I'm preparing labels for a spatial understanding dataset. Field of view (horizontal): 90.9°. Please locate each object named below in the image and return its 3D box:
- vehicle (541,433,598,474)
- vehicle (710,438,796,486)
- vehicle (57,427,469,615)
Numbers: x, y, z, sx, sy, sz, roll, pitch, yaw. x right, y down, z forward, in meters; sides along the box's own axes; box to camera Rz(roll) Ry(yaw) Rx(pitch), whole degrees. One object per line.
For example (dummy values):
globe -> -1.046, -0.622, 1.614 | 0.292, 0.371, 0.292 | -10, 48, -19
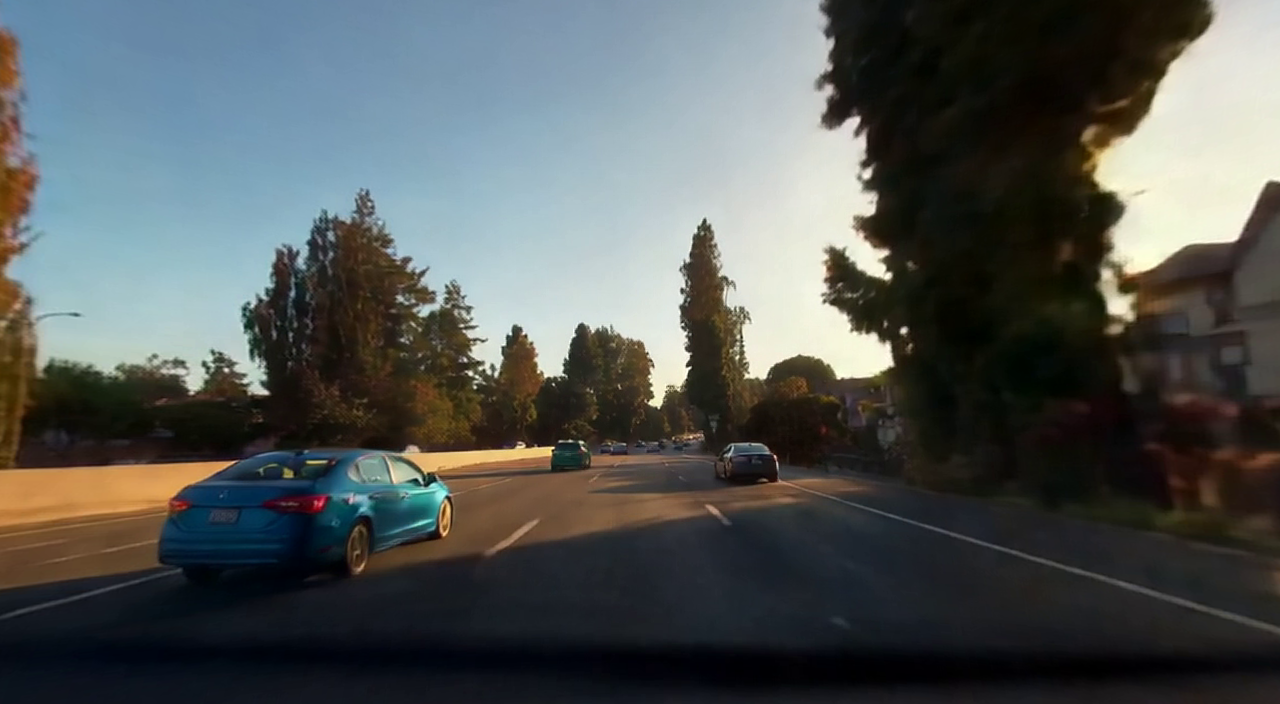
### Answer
vehicle -> -3.369, 4.982, 31.079 | 2.122, 1.847, 4.696 | 0, -8, 2
vehicle -> 3.751, 3.761, 21.841 | 2.100, 1.472, 4.533 | 0, -8, -1
vehicle -> -3.625, 1.677, 7.308 | 1.948, 1.475, 4.461 | 0, -8, 1
